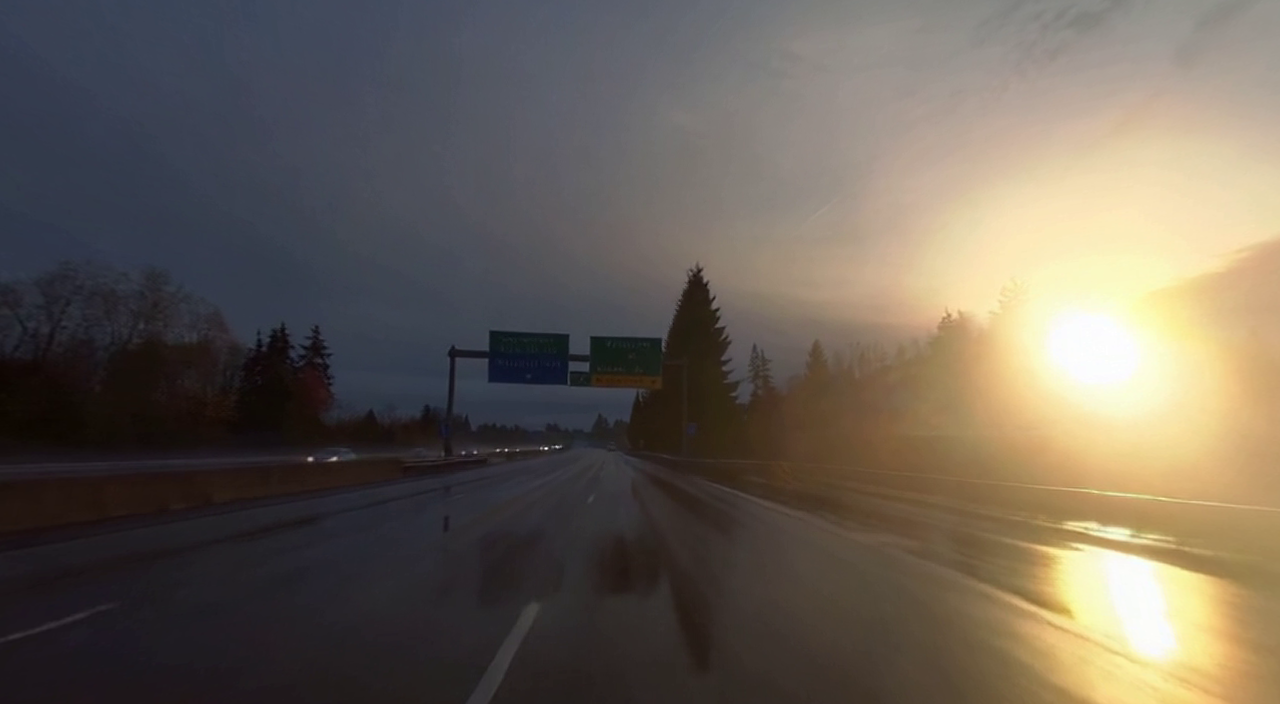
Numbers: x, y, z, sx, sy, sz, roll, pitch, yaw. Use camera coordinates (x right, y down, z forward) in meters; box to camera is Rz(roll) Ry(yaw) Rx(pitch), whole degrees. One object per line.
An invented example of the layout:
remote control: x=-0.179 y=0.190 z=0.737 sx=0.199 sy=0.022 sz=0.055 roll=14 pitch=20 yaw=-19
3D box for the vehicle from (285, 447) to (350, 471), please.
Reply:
vehicle: x=-20.900 y=6.953 z=40.874 sx=1.890 sy=1.476 sz=4.637 roll=0 pitch=-9 yaw=-1
